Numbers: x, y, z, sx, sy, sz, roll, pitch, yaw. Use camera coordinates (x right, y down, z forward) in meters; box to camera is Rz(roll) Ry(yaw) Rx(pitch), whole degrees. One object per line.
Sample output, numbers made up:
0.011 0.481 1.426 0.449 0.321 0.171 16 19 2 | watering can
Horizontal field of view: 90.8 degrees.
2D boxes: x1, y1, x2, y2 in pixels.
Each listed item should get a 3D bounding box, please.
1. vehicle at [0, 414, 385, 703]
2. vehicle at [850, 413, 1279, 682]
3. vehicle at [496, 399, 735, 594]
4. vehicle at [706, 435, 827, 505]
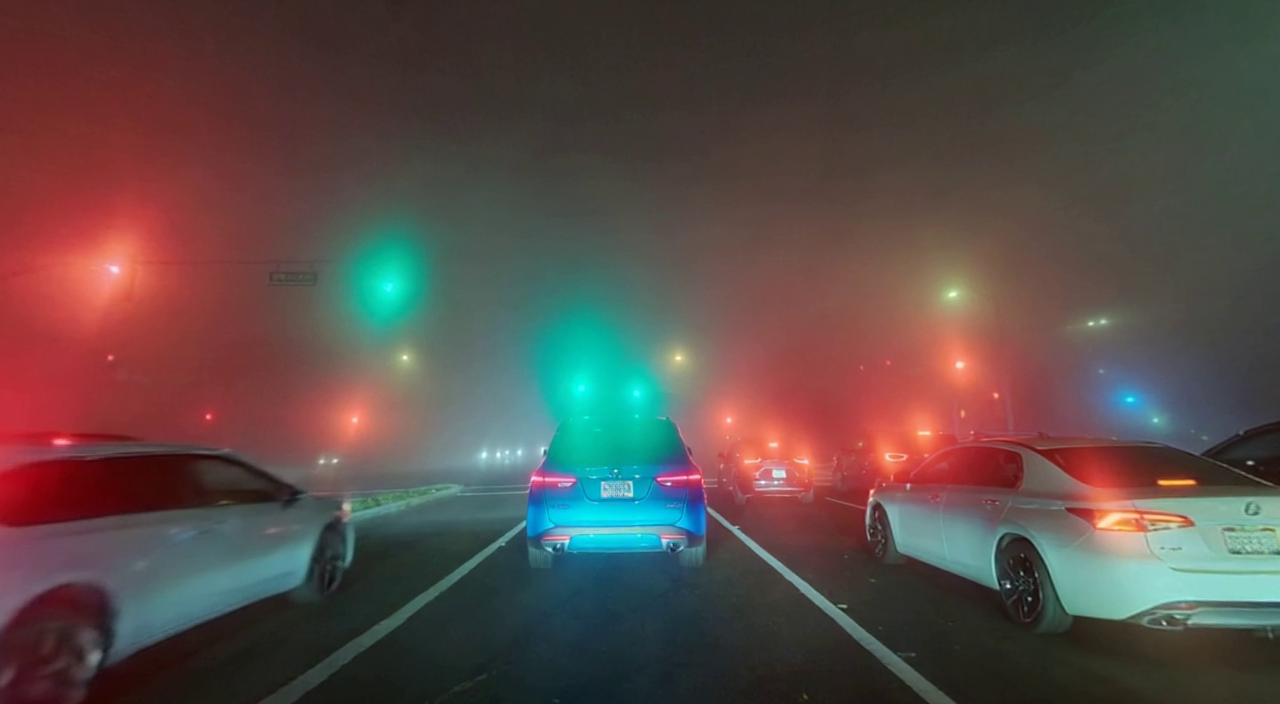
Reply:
-3.675 1.243 4.276 2.063 1.454 4.553 0 -8 -1 | vehicle
3.613 1.398 5.694 1.861 1.478 4.185 0 -8 -2 | vehicle
-0.275 1.567 7.632 2.101 1.707 3.904 0 -8 -2 | vehicle
2.971 2.861 15.775 1.950 1.506 4.086 0 -8 -3 | vehicle
